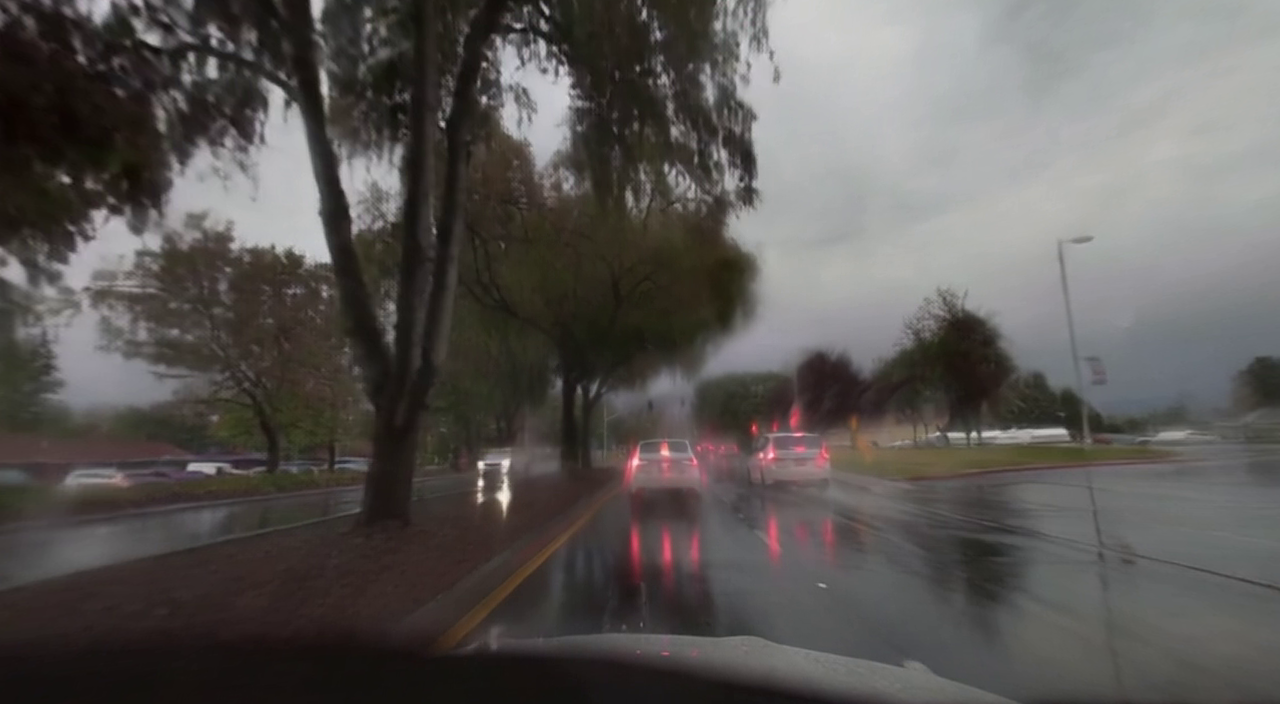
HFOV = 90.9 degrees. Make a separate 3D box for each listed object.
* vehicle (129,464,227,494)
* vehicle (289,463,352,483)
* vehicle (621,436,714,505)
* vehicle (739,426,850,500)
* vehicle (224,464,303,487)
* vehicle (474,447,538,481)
[{"bbox_3d":[-27.150,7.472,37.144,4.434,1.582,1.946,-2,-8,8],"label":"vehicle"},{"bbox_3d":[-25.162,9.511,49.686,4.011,1.473,1.913,-2,-8,11],"label":"vehicle"},{"bbox_3d":[0.715,3.085,16.859,2.154,1.585,3.997,-1,-8,2],"label":"vehicle"},{"bbox_3d":[4.268,3.148,18.393,1.953,1.818,5.299,-1,-8,1],"label":"vehicle"},{"bbox_3d":[-26.563,8.708,44.586,4.366,1.486,2.072,-1,-8,6],"label":"vehicle"},{"bbox_3d":[-6.547,5.550,31.290,1.773,1.449,4.322,-6,-10,6],"label":"vehicle"}]
